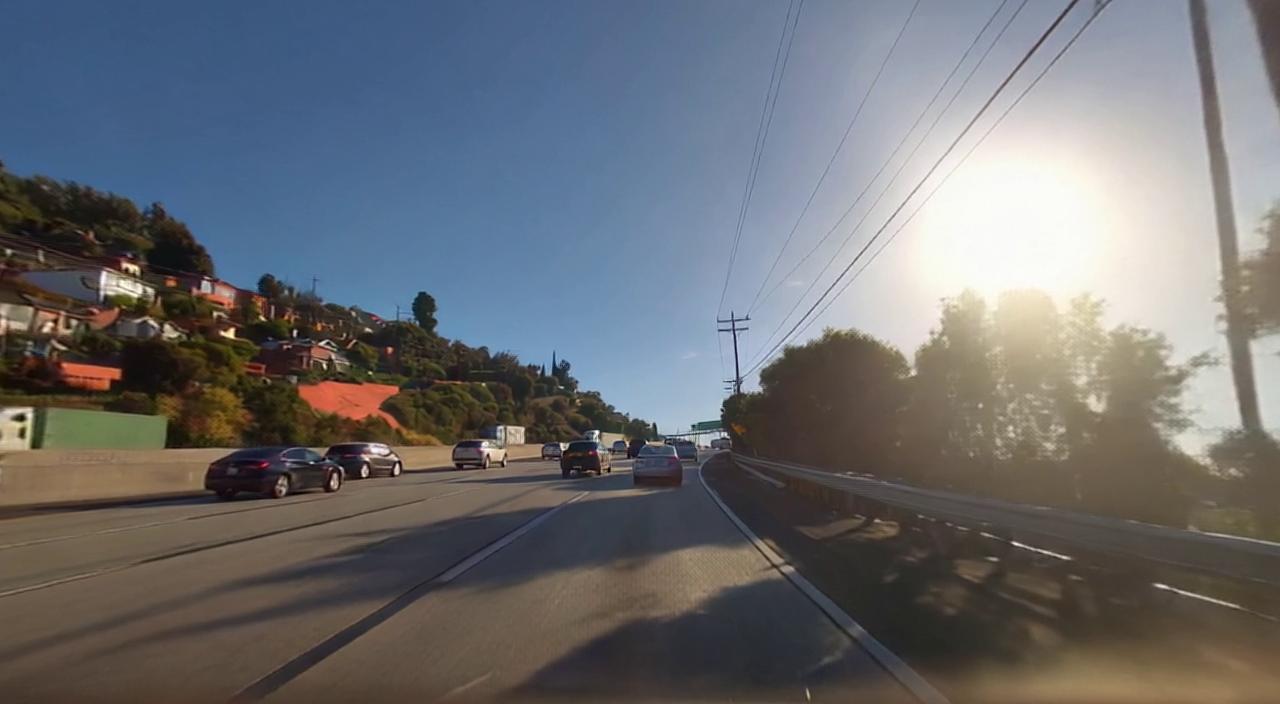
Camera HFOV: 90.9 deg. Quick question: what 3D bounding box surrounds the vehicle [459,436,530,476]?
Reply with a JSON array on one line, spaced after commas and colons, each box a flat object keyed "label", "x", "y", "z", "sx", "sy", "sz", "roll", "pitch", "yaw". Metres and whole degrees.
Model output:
[{"label": "vehicle", "x": -7.257, "y": 5.241, "z": 32.003, "sx": 2.080, "sy": 1.833, "sz": 4.461, "roll": -1, "pitch": -8, "yaw": 7}]

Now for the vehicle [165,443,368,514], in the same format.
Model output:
[{"label": "vehicle", "x": -8.820, "y": 2.972, "z": 15.476, "sx": 1.959, "sy": 1.469, "sz": 4.450, "roll": -1, "pitch": -8, "yaw": 5}]

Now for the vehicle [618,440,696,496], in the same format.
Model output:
[{"label": "vehicle", "x": 0.609, "y": 3.412, "z": 19.017, "sx": 2.109, "sy": 1.495, "sz": 3.935, "roll": -1, "pitch": -8, "yaw": 4}]

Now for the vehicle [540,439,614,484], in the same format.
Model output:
[{"label": "vehicle", "x": -2.427, "y": 4.377, "z": 25.590, "sx": 2.121, "sy": 1.639, "sz": 4.383, "roll": -1, "pitch": -8, "yaw": 6}]

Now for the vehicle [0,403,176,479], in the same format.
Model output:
[{"label": "vehicle", "x": -28.522, "y": 4.485, "z": 31.675, "sx": 2.962, "sy": 3.232, "sz": 9.077, "roll": -1, "pitch": -8, "yaw": 4}]
